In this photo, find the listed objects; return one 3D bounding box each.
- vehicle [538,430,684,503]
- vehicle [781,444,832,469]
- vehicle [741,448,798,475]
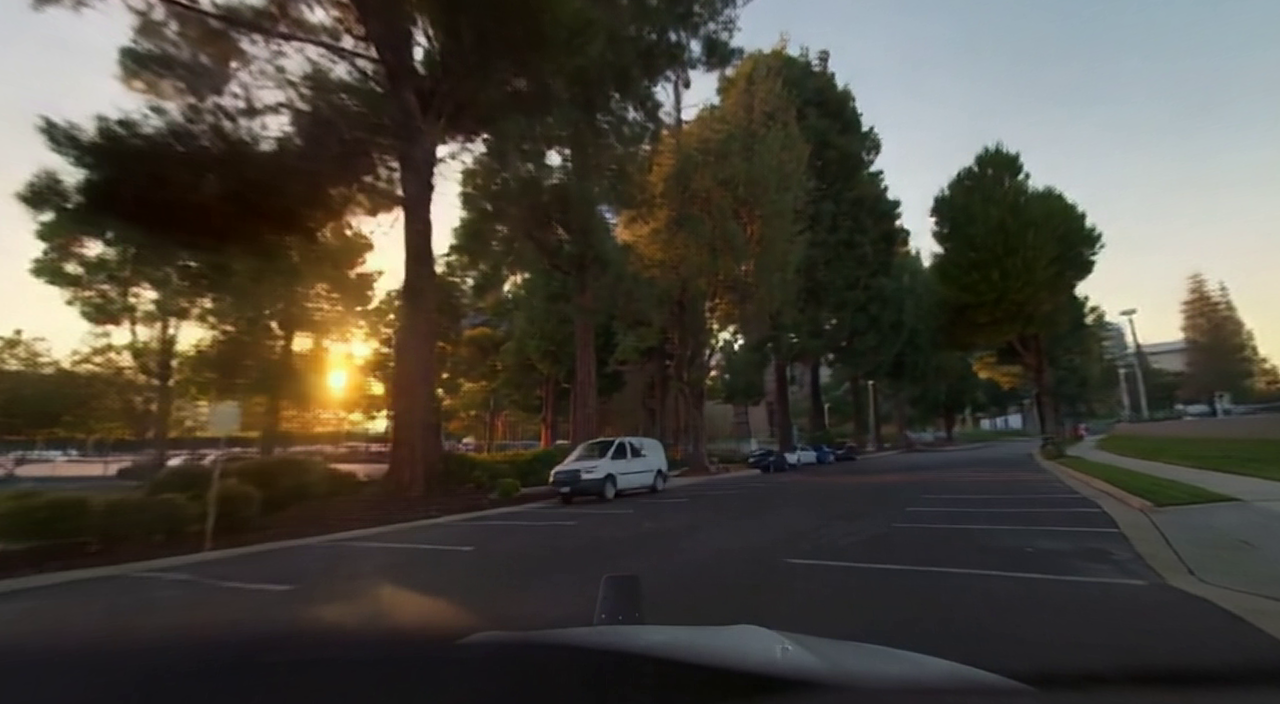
[{"bbox_3d":[-0.809,3.919,22.139,2.433,2.193,5.547,-5,-10,30],"label":"vehicle"},{"bbox_3d":[10.926,6.777,41.250,2.038,1.525,4.383,-5,-10,31],"label":"vehicle"},{"bbox_3d":[7.440,6.227,36.007,1.938,1.191,3.630,-13,-12,29],"label":"vehicle"}]
